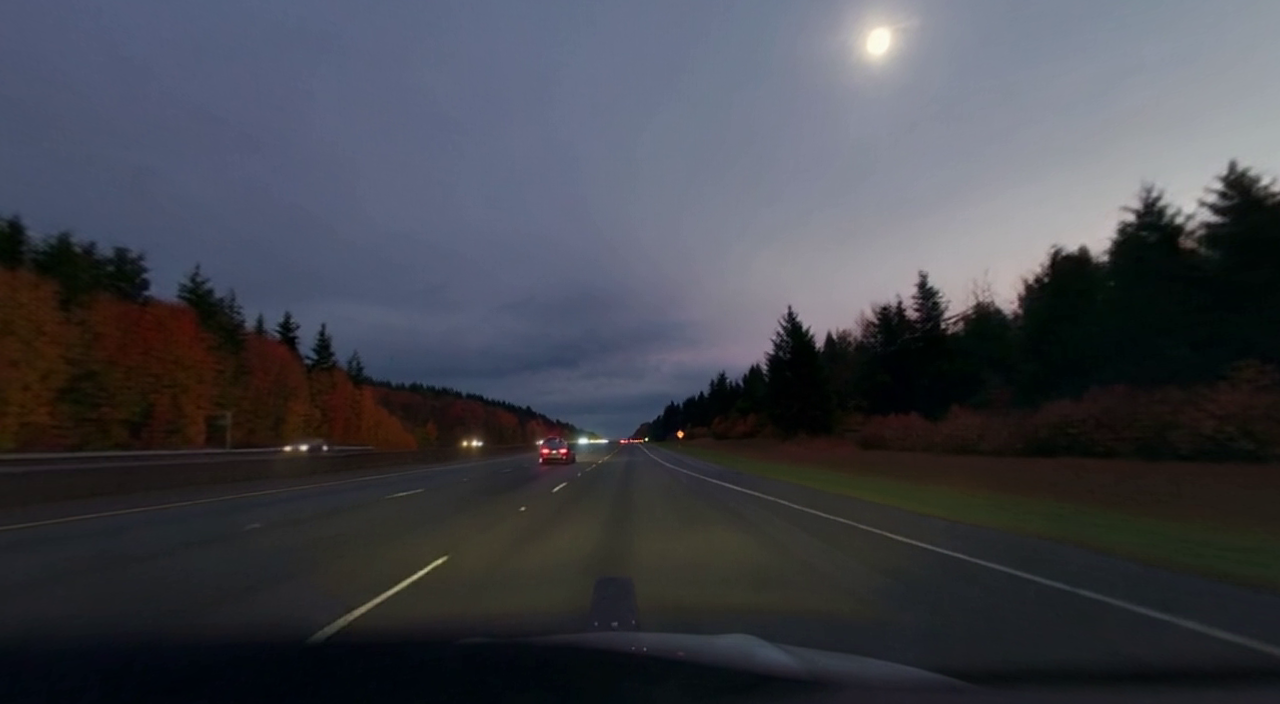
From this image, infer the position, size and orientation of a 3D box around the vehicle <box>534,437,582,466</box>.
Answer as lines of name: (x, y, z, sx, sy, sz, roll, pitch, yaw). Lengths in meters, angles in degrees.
vehicle: (-4.447, 5.429, 34.720, 2.004, 1.497, 4.260, 0, -8, 1)
